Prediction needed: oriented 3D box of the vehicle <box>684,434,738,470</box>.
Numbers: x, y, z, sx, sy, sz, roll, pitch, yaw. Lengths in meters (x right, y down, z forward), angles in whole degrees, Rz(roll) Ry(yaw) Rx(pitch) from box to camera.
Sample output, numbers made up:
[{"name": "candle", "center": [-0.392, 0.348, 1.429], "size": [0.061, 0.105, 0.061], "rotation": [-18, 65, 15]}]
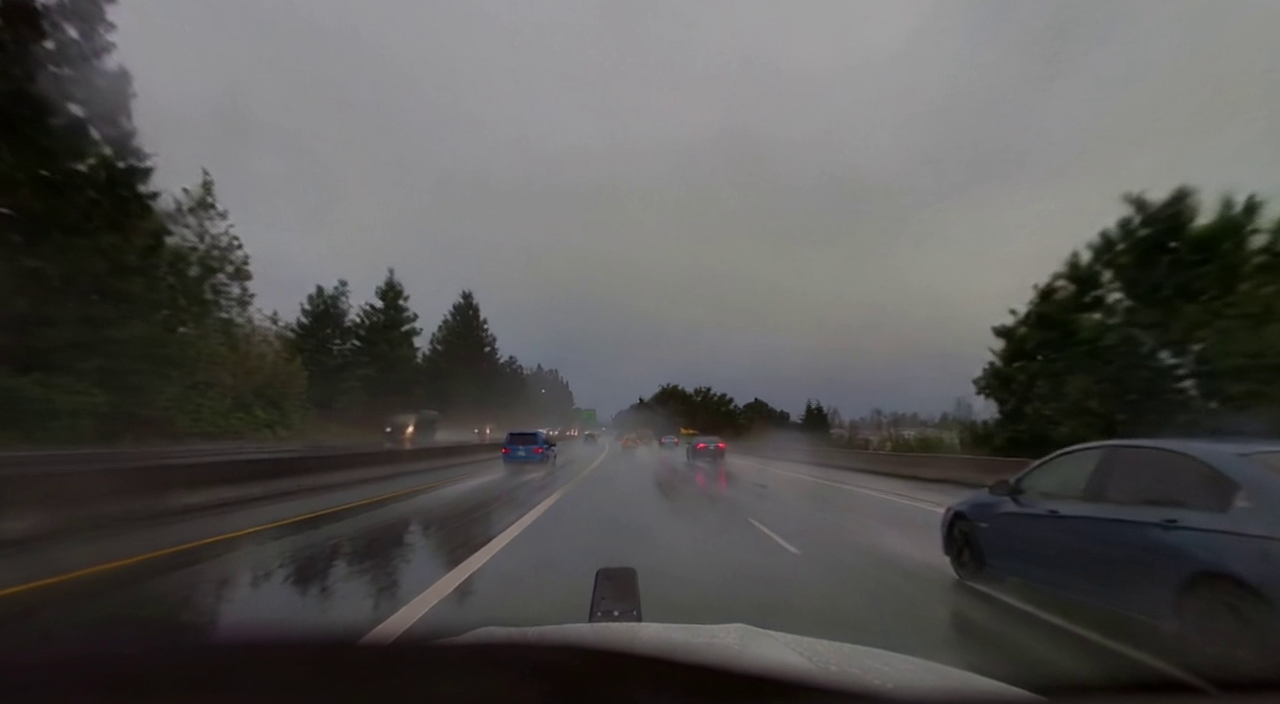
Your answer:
[{"name": "vehicle", "center": [3.172, 4.543, 28.964], "size": [1.883, 1.536, 3.792], "rotation": [1, -8, -3]}]

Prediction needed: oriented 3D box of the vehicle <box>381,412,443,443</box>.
[{"name": "vehicle", "center": [-14.376, 4.829, 40.077], "size": [2.062, 1.813, 4.744], "rotation": [0, -7, 1]}]

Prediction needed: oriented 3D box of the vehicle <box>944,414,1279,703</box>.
[{"name": "vehicle", "center": [3.839, 1.174, 3.832], "size": [1.986, 1.488, 3.867], "rotation": [1, -8, -1]}]

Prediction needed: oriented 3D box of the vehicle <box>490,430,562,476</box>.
[{"name": "vehicle", "center": [-4.154, 3.725, 23.583], "size": [1.941, 1.529, 4.111], "rotation": [0, -8, -1]}]
